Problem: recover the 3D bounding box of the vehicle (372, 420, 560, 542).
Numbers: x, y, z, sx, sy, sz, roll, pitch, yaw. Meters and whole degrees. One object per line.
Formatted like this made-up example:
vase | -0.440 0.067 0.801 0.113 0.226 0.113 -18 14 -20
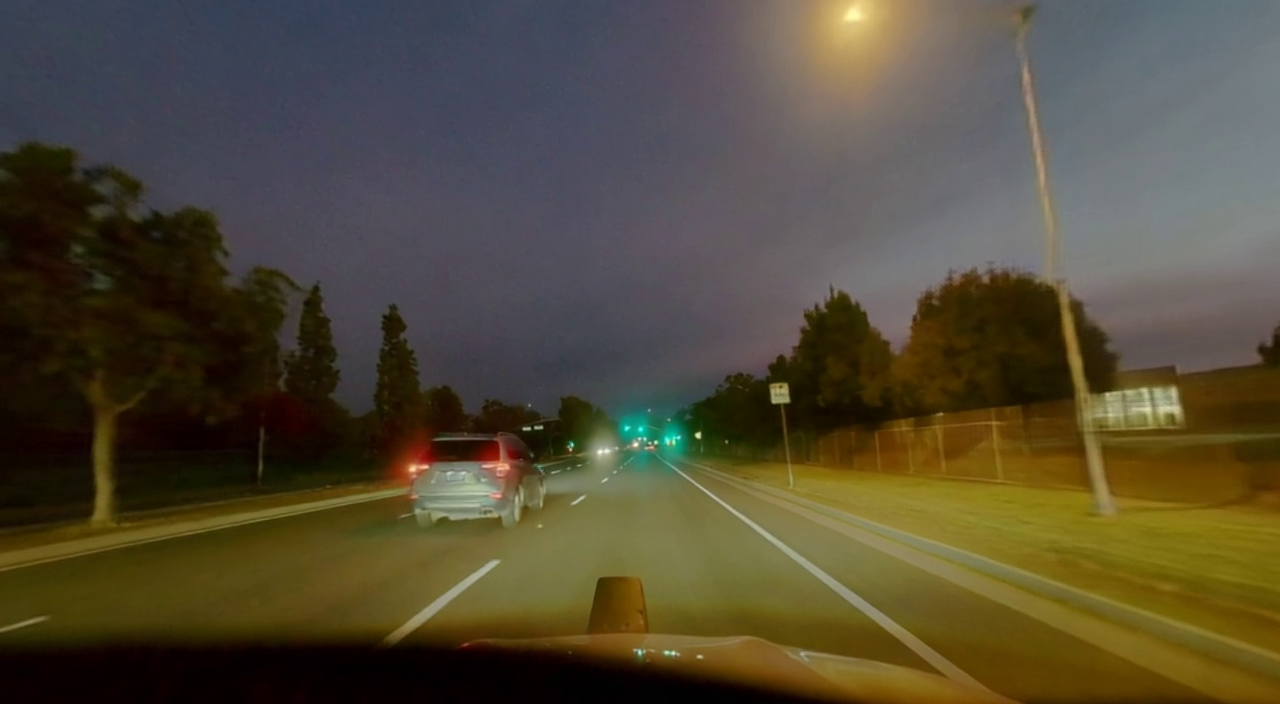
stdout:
vehicle | -2.987 2.335 12.120 2.160 1.855 4.695 0 -8 1
